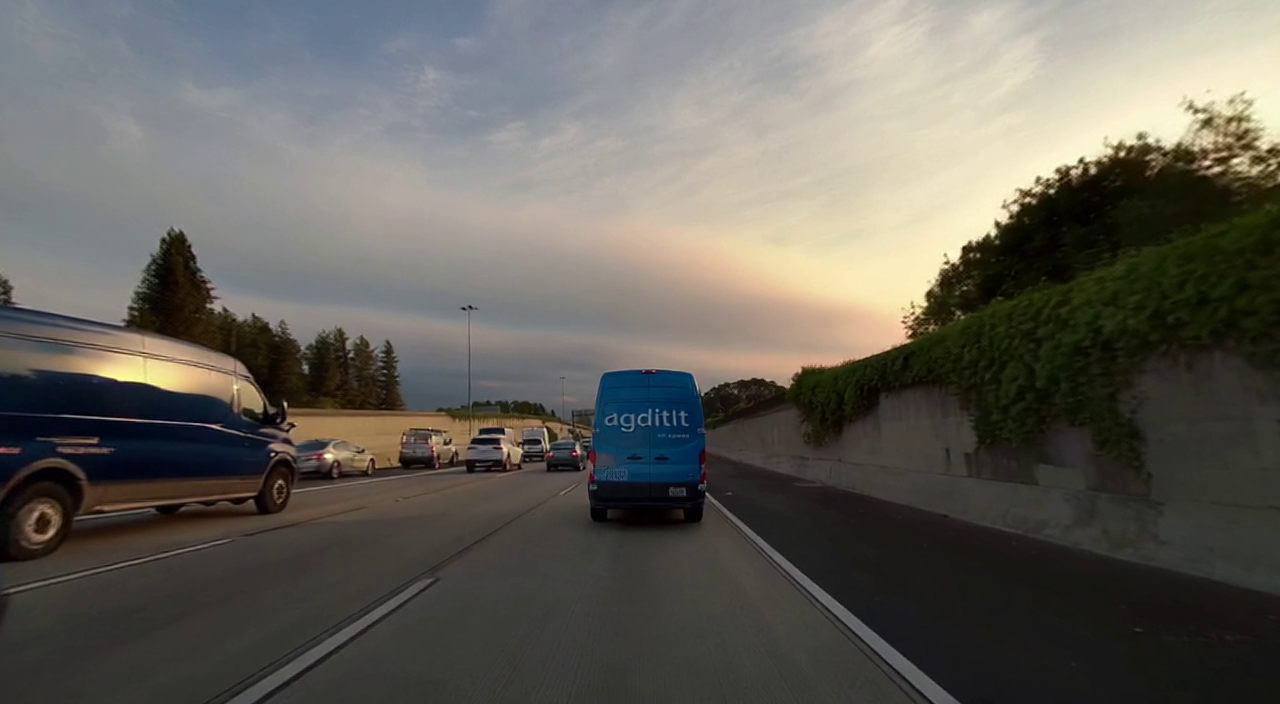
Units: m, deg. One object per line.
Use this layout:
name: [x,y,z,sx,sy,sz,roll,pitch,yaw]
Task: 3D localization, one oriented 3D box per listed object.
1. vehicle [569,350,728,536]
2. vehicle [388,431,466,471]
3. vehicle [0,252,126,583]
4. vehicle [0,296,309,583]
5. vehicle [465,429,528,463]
vehicle: [0.163,1.799,12.541,2.316,2.738,6.398,0,-8,1]
vehicle: [-10.556,4.953,31.730,2.061,1.846,4.852,-1,-8,3]
vehicle: [-7.431,0.274,3.595,2.717,3.113,7.354,0,-8,0]
vehicle: [-7.311,1.201,8.852,2.849,3.020,4.370,0,-8,0]
vehicle: [-9.552,6.375,42.710,2.566,2.158,5.957,-1,-9,3]
